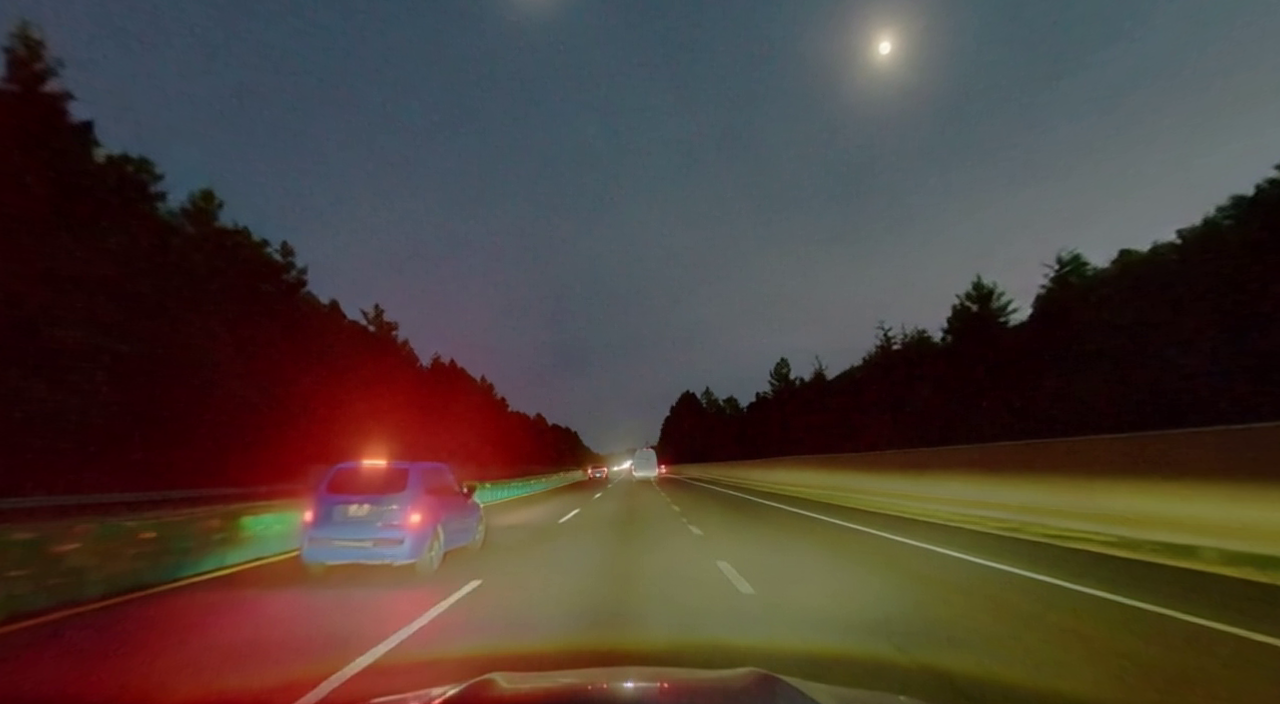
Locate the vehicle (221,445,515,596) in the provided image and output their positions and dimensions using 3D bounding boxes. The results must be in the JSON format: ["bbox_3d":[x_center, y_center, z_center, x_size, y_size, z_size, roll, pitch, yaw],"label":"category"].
[{"bbox_3d":[-3.206,2.126,8.668,2.038,1.490,4.391,1,-11,0],"label":"vehicle"}]
